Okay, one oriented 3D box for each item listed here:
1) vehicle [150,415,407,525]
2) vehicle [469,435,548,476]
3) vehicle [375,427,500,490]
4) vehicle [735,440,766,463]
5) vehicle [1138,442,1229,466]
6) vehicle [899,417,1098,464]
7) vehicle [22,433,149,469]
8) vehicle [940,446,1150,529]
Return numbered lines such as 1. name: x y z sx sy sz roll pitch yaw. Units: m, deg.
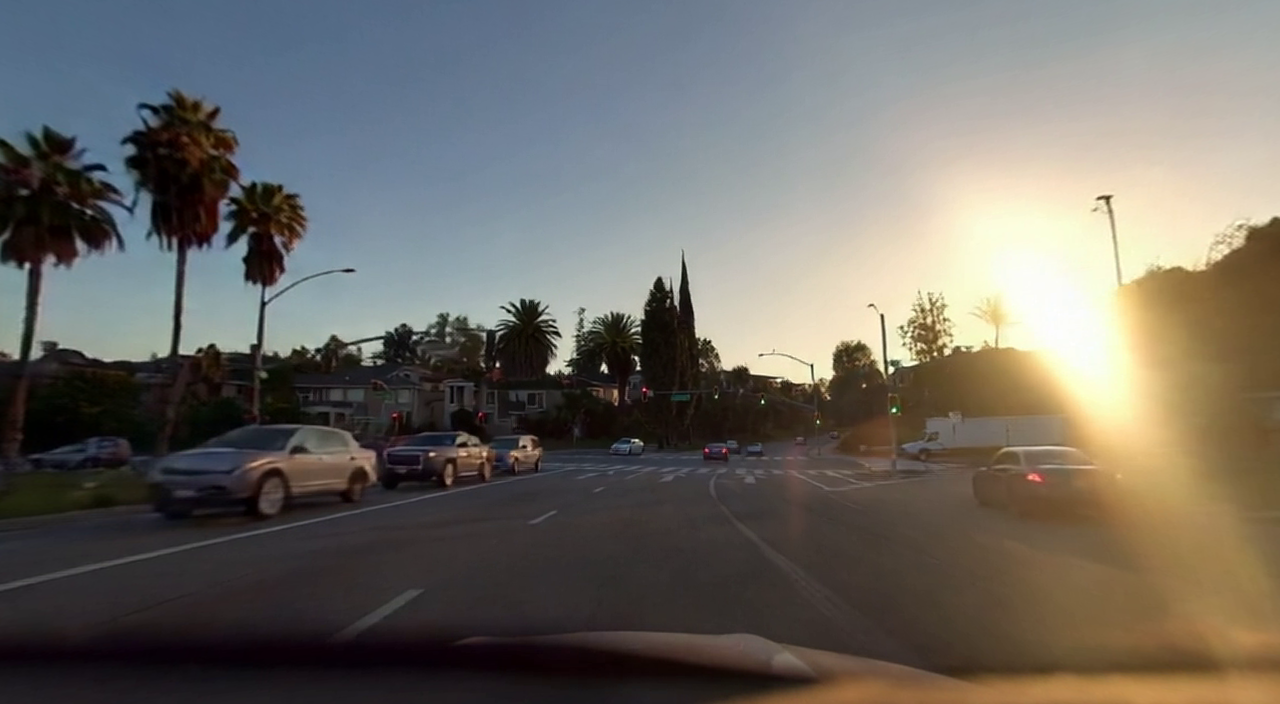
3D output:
1. vehicle: -6.680 2.244 12.530 2.072 1.738 4.757 -1 -8 3
2. vehicle: -5.819 4.652 28.632 2.010 1.686 4.653 -1 -9 8
3. vehicle: -6.388 3.420 20.659 2.188 1.789 4.881 -1 -8 4
4. vehicle: 8.751 7.858 49.861 2.255 1.708 4.328 -2 -9 10
5. vehicle: 39.460 7.404 45.970 4.479 1.706 2.051 -2 -9 10
6. vehicle: 27.038 6.826 48.426 12.701 3.428 3.061 -2 -9 10
7. vehicle: -31.663 5.644 36.297 5.112 1.780 1.981 2 -8 -30
8. vehicle: 8.510 2.833 13.927 2.144 1.473 4.638 -1 -9 9
